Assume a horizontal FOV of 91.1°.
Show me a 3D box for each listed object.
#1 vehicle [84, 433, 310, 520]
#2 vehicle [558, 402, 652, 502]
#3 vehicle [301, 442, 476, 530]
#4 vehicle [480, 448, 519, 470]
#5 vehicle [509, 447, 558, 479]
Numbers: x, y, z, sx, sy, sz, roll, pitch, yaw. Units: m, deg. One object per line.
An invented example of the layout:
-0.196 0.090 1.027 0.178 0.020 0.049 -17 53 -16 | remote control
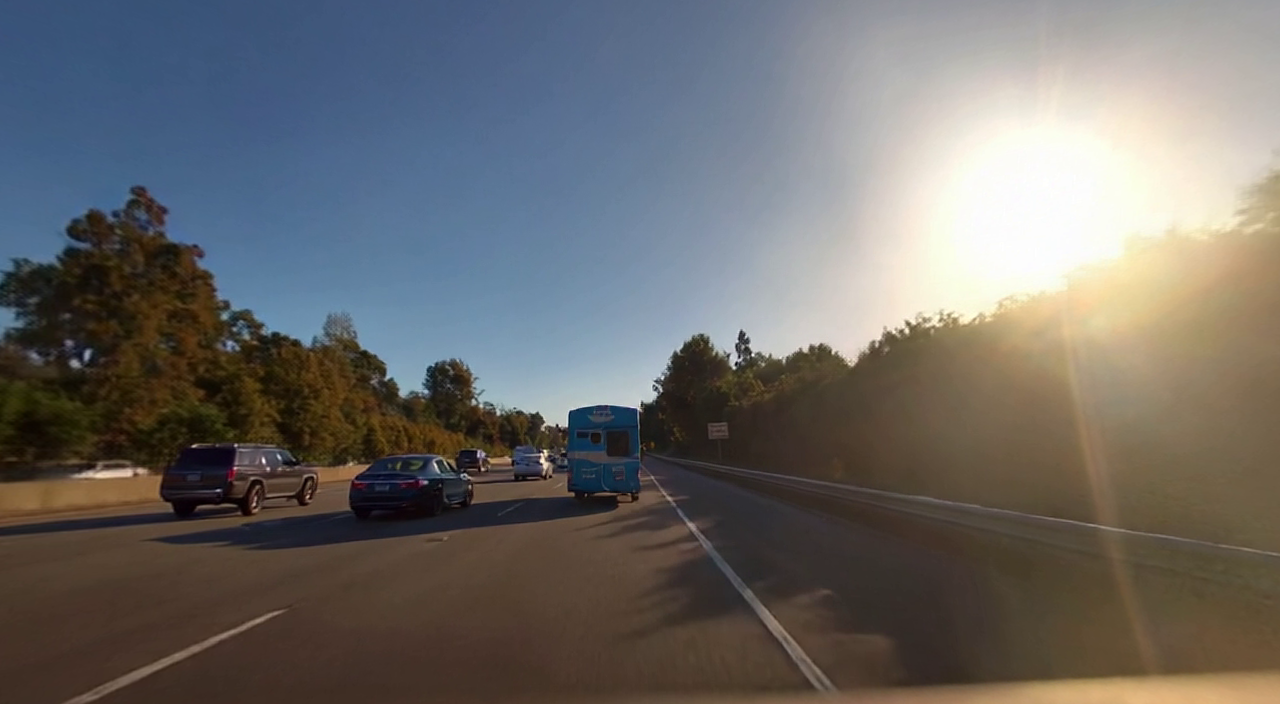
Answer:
-9.621 2.716 14.211 2.010 1.621 4.252 0 -9 -1 | vehicle
-0.948 2.968 18.837 2.394 2.556 5.232 0 -9 -1 | vehicle
-4.770 2.575 12.659 1.876 1.438 4.072 0 -9 -1 | vehicle
-10.086 7.696 45.280 1.886 1.462 4.084 0 -9 -1 | vehicle
-5.221 5.465 31.226 1.872 1.480 3.545 0 -9 -1 | vehicle
